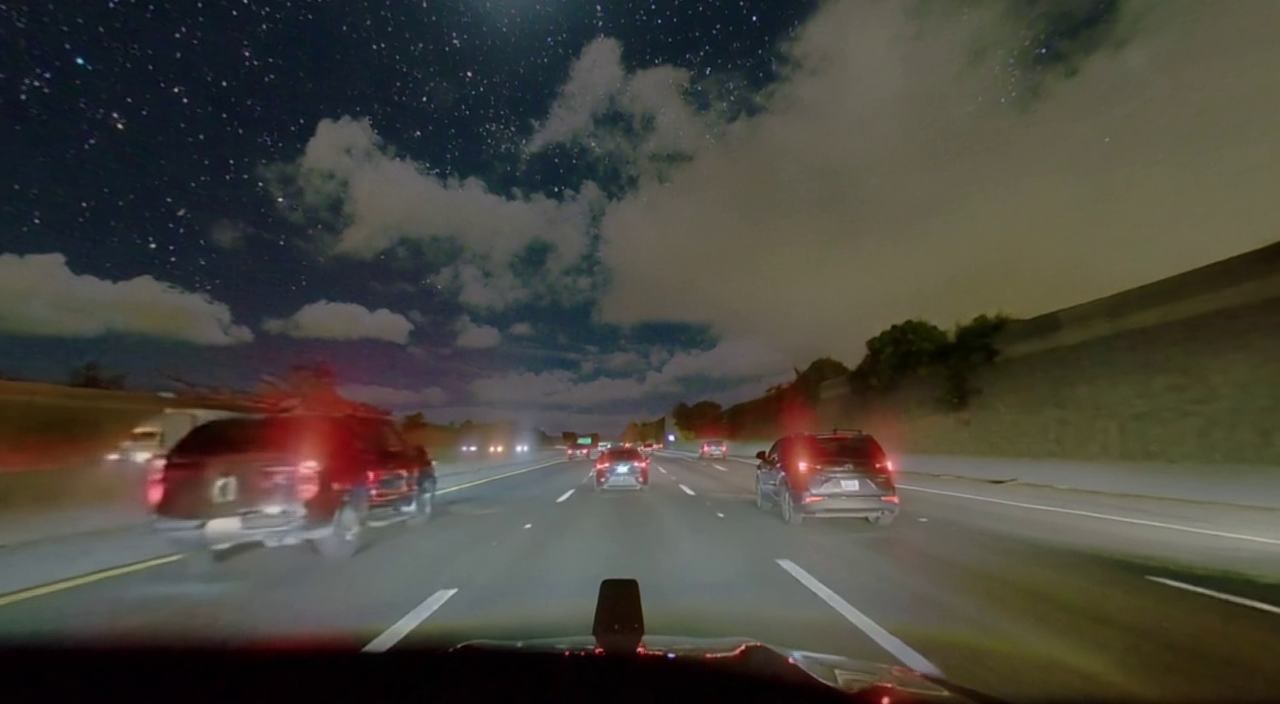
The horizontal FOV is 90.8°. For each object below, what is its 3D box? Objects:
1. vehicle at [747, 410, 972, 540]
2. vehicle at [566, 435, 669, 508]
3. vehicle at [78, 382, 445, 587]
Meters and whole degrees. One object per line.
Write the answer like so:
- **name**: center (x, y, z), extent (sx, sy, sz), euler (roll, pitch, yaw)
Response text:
- **vehicle**: center (3.466, 2.060, 11.217), extent (2.162, 1.800, 4.693), euler (0, -8, -2)
- **vehicle**: center (-0.514, 2.740, 14.956), extent (2.098, 1.475, 3.997), euler (0, -8, -2)
- **vehicle**: center (-4.380, 1.621, 8.540), extent (1.983, 1.948, 4.822), euler (0, -8, -1)
